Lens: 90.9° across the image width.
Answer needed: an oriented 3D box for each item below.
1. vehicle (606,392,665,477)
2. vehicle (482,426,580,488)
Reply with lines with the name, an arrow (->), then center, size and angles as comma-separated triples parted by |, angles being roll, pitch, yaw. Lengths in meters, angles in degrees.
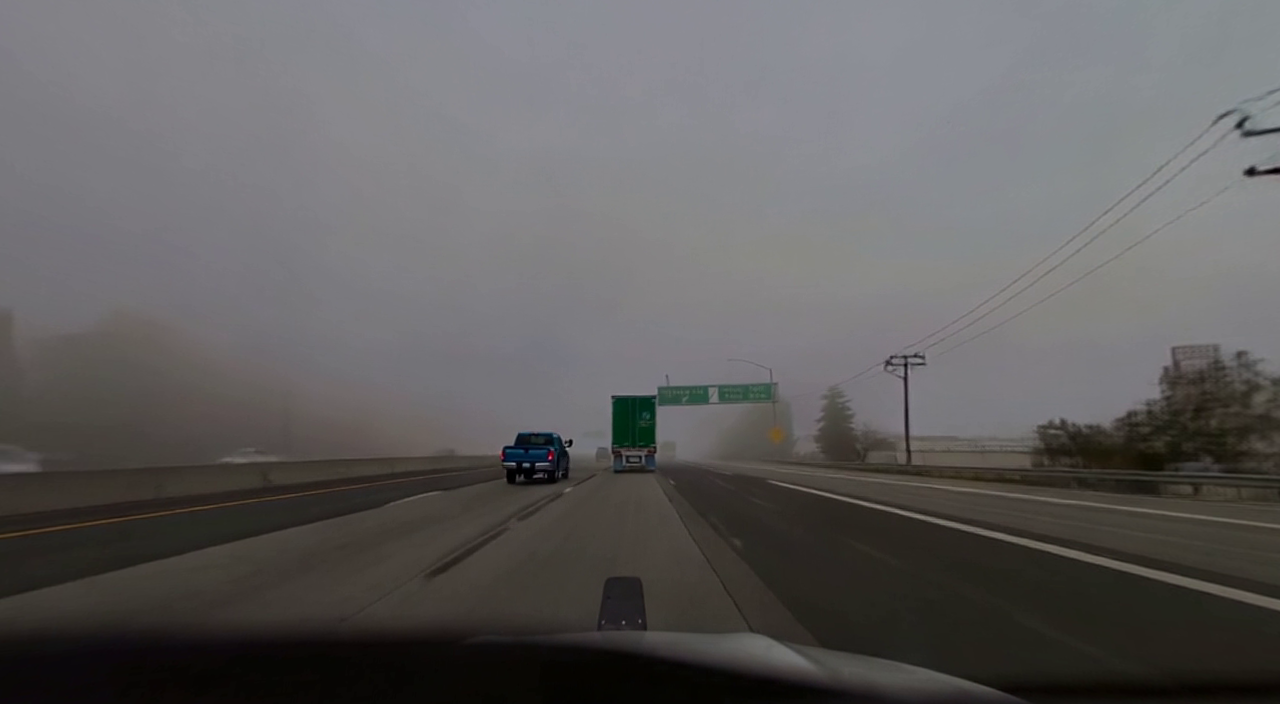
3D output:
vehicle -> -0.250, 4.968, 37.288 | 2.879, 4.085, 13.125 | 0, -8, 0
vehicle -> -4.096, 4.125, 25.196 | 2.749, 2.141, 6.515 | 0, -8, 0
